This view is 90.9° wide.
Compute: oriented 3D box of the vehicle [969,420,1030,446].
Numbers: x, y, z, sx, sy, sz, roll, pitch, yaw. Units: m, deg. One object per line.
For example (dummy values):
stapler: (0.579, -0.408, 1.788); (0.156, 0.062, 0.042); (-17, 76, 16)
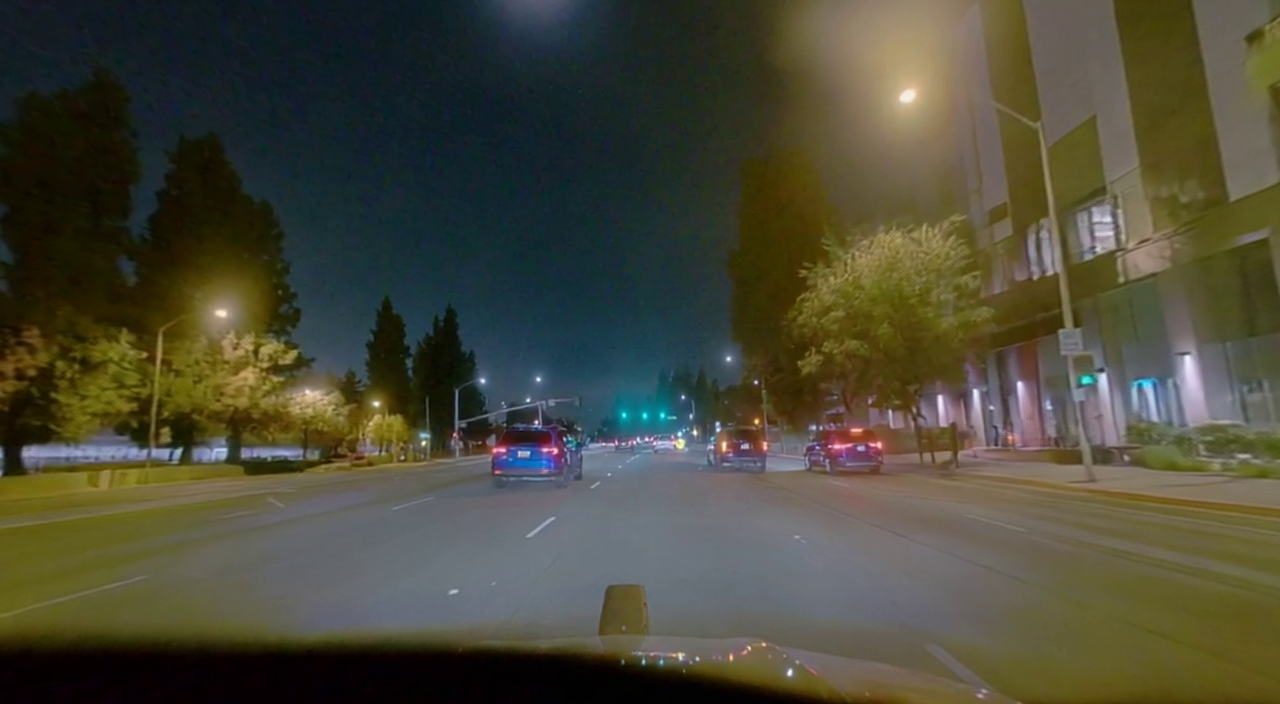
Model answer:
vehicle: (23.452, 5.343, 41.312); (1.800, 1.563, 3.827); (-1, -8, 2)

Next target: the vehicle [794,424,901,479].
vehicle: (6.956, 3.398, 21.737); (2.088, 1.666, 4.512); (0, -8, 0)

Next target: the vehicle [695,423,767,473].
vehicle: (3.568, 3.885, 25.646); (2.178, 1.804, 4.766); (0, -8, 0)

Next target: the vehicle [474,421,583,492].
vehicle: (-2.955, 2.900, 17.743); (2.141, 1.719, 4.379); (-1, -8, 2)
